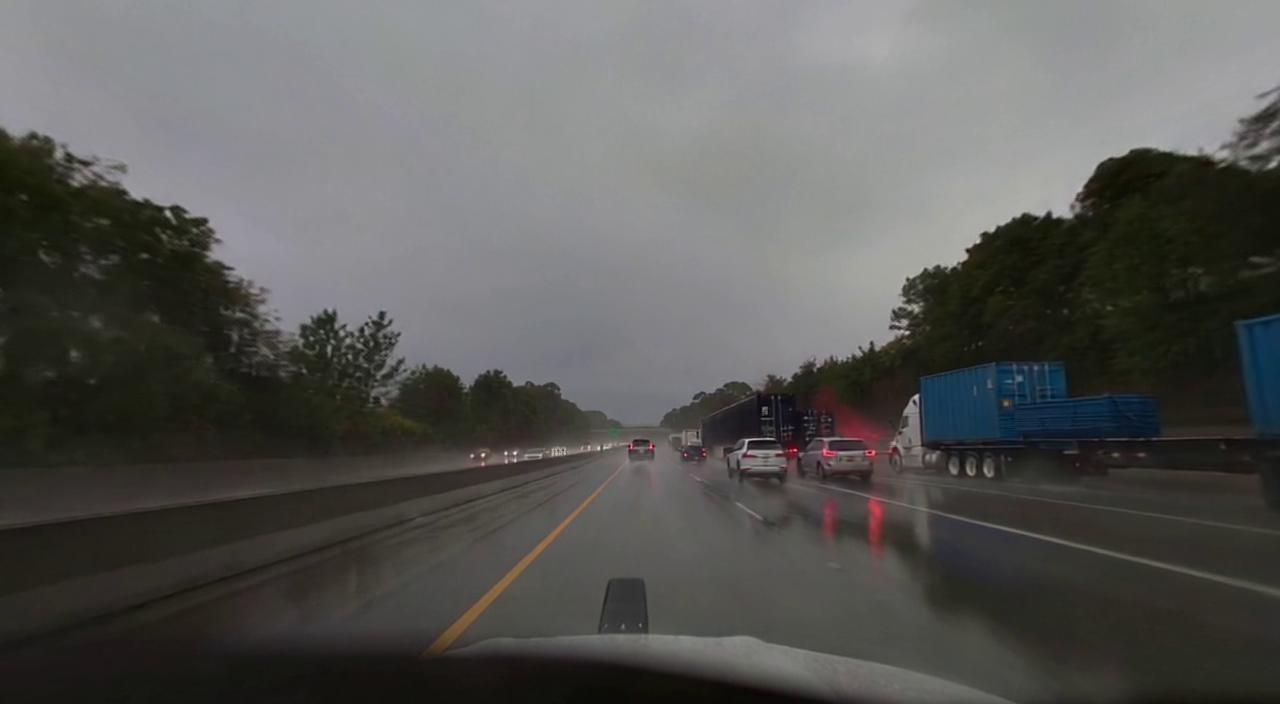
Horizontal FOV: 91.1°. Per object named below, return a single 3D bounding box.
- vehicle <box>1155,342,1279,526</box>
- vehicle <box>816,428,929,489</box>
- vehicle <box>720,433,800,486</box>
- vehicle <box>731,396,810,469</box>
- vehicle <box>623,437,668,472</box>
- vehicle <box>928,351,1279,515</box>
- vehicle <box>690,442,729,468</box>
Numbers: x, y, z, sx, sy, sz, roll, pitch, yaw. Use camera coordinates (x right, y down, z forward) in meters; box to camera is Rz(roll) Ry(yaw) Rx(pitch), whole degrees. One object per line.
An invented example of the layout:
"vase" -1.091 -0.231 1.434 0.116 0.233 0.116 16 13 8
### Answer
"vehicle" 11.648 1.066 8.424 2.693 2.922 7.759 0 -8 -1
"vehicle" 7.661 3.555 21.289 1.985 1.835 4.681 0 -8 -1
"vehicle" 4.110 3.762 22.261 1.972 1.693 4.139 0 -8 0
"vehicle" 7.874 5.114 39.342 2.784 4.002 9.298 0 -8 -1
"vehicle" 0.266 5.538 34.096 2.313 1.736 4.215 0 -8 0
"vehicle" 11.658 2.292 17.301 2.786 3.226 9.750 0 -8 0
"vehicle" 4.175 6.289 38.481 1.888 1.501 4.608 0 -8 0
